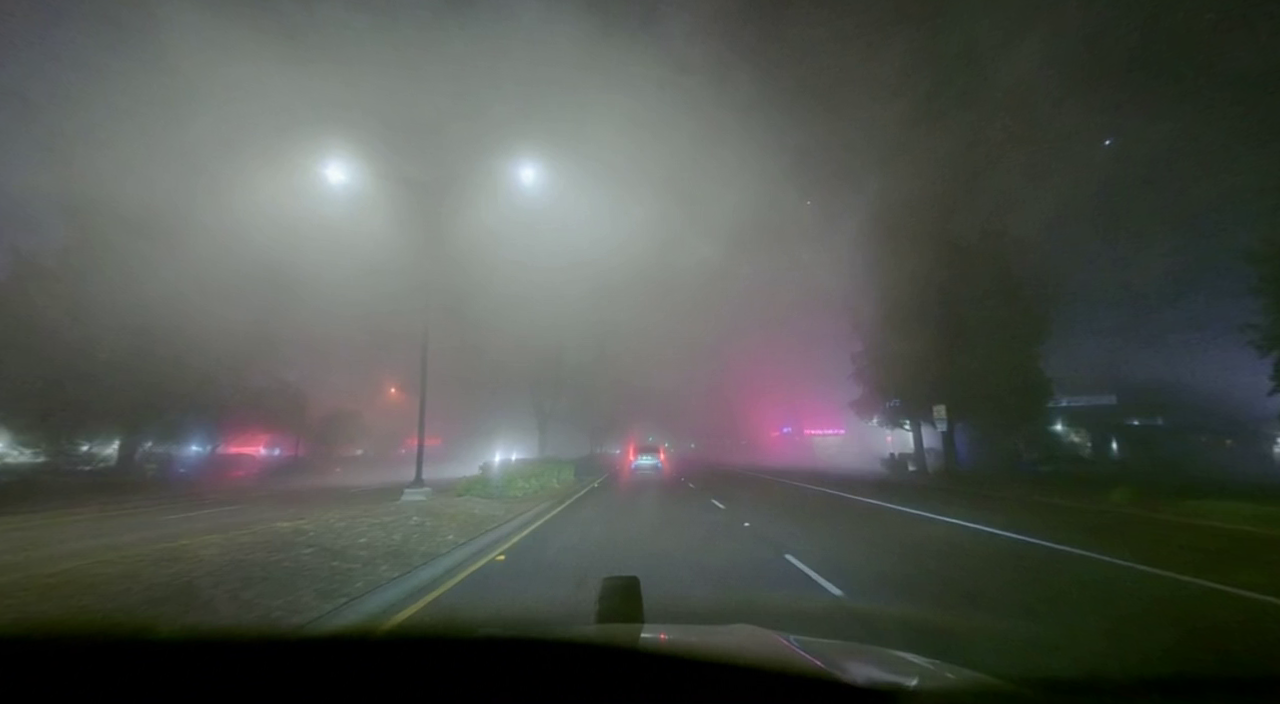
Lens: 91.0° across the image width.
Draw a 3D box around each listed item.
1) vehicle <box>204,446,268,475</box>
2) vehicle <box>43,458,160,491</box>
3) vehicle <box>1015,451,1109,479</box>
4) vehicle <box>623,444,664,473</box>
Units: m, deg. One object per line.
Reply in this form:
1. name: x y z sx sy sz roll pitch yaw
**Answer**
1. vehicle: -28.262 7.580 44.239 2.061 1.871 5.360 2 -9 -14
2. vehicle: -27.619 6.250 32.522 1.925 1.450 4.770 0 -9 -1
3. vehicle: 24.292 6.491 36.498 1.863 1.454 4.758 1 -9 -5
4. vehicle: 0.106 5.556 33.059 1.998 1.452 3.773 0 -8 -2
